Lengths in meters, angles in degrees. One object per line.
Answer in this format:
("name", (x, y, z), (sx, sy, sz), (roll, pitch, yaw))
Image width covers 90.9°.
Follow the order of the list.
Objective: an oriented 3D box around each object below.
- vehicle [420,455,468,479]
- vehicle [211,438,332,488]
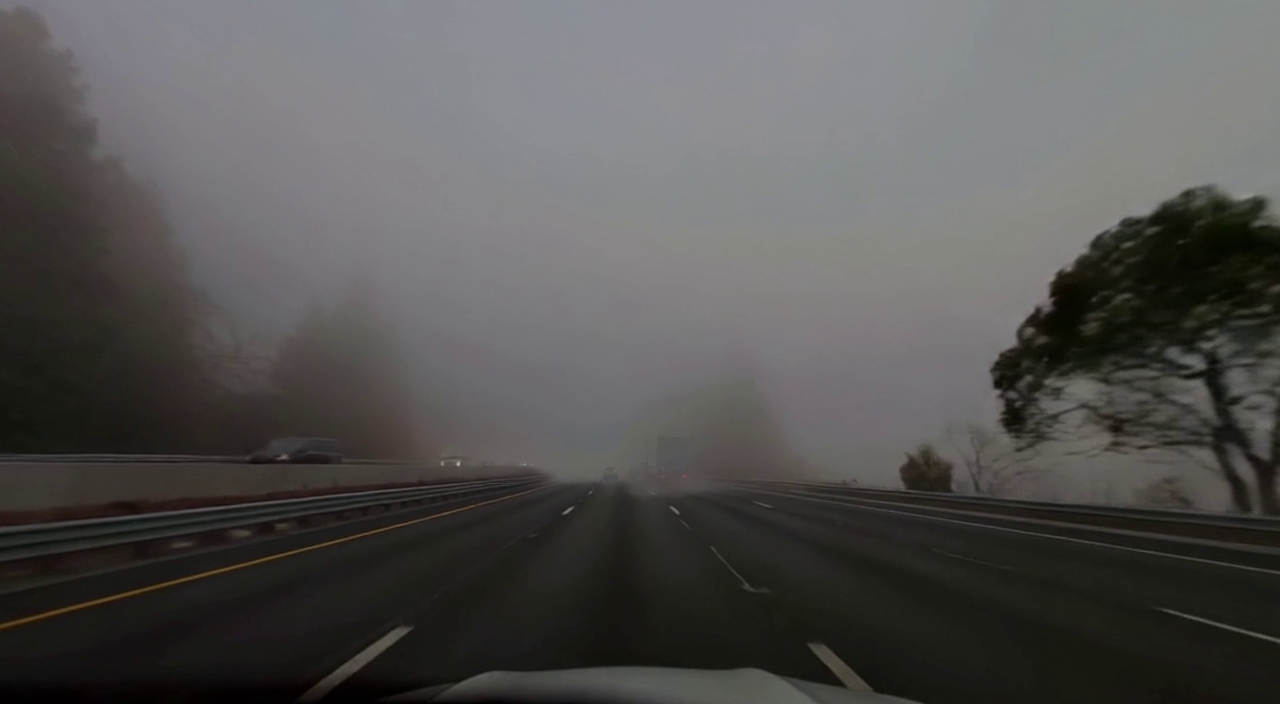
("vehicle", (-12.942, 7.660, 41.850), (1.858, 1.451, 4.401), (1, -11, -1))
("vehicle", (-11.721, 3.605, 20.336), (1.732, 1.414, 3.600), (1, -11, -1))
